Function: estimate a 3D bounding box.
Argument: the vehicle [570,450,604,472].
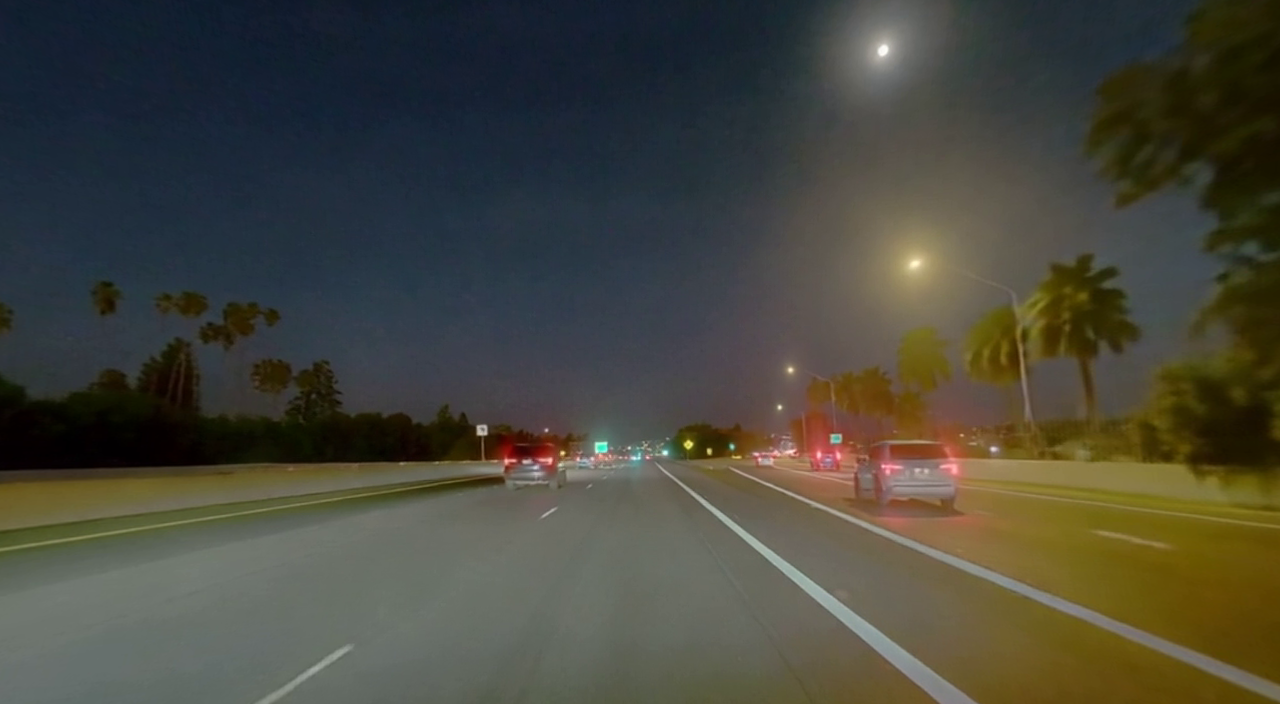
[{"bbox_3d":[-3.798,7.916,45.884,2.052,1.545,4.470,0,-9,1],"label":"vehicle"}]

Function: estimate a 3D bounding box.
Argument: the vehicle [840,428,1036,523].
[{"bbox_3d":[6.561,2.785,14.778,2.303,1.791,5.247,-1,-9,4],"label":"vehicle"}]

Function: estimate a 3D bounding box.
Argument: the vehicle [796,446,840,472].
[{"bbox_3d":[12.999,7.831,46.259,1.991,1.755,4.836,-1,-9,3],"label":"vehicle"}]

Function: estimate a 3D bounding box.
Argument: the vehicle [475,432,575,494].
[{"bbox_3d":[-3.916,3.936,22.703,2.420,1.937,5.916,0,-9,1],"label":"vehicle"}]
